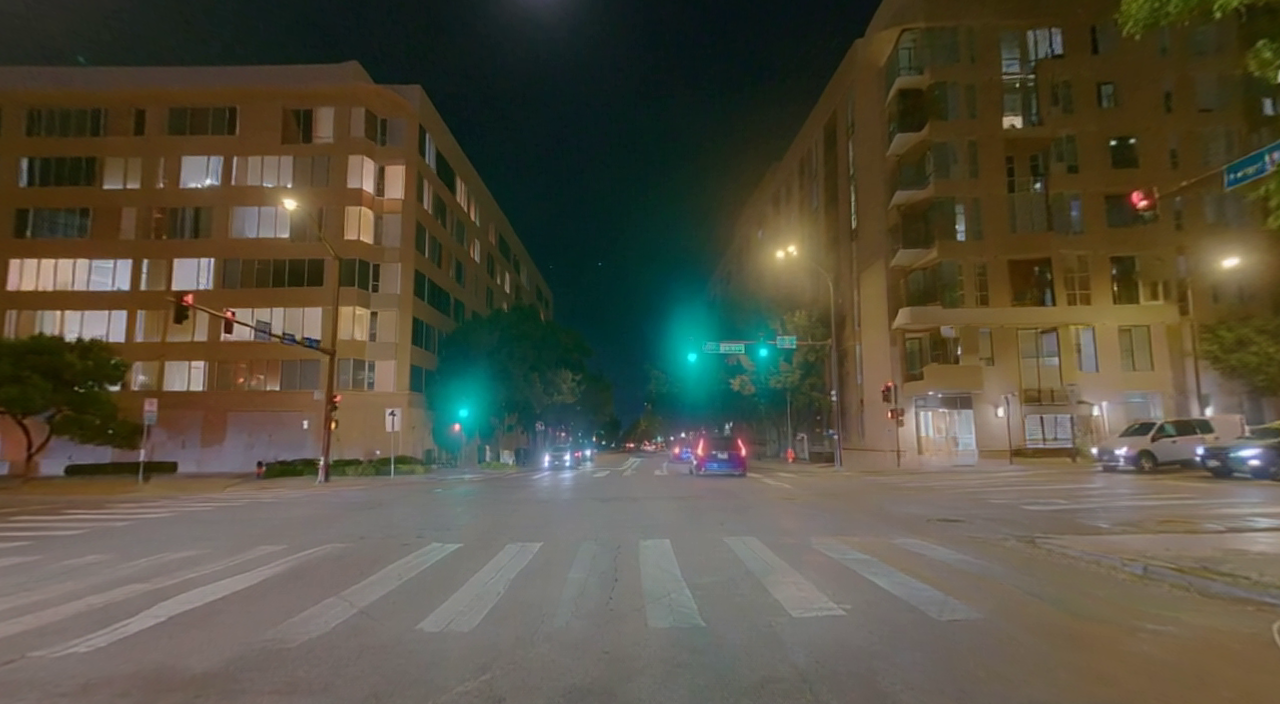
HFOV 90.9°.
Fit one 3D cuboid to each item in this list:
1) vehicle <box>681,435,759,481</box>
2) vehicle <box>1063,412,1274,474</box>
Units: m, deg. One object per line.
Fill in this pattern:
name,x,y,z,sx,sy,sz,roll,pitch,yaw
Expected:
vehicle,2.741,3.767,22.747,2.039,1.470,4.355,0,-8,-3
vehicle,16.917,2.944,20.411,4.802,1.860,2.146,0,-8,1
